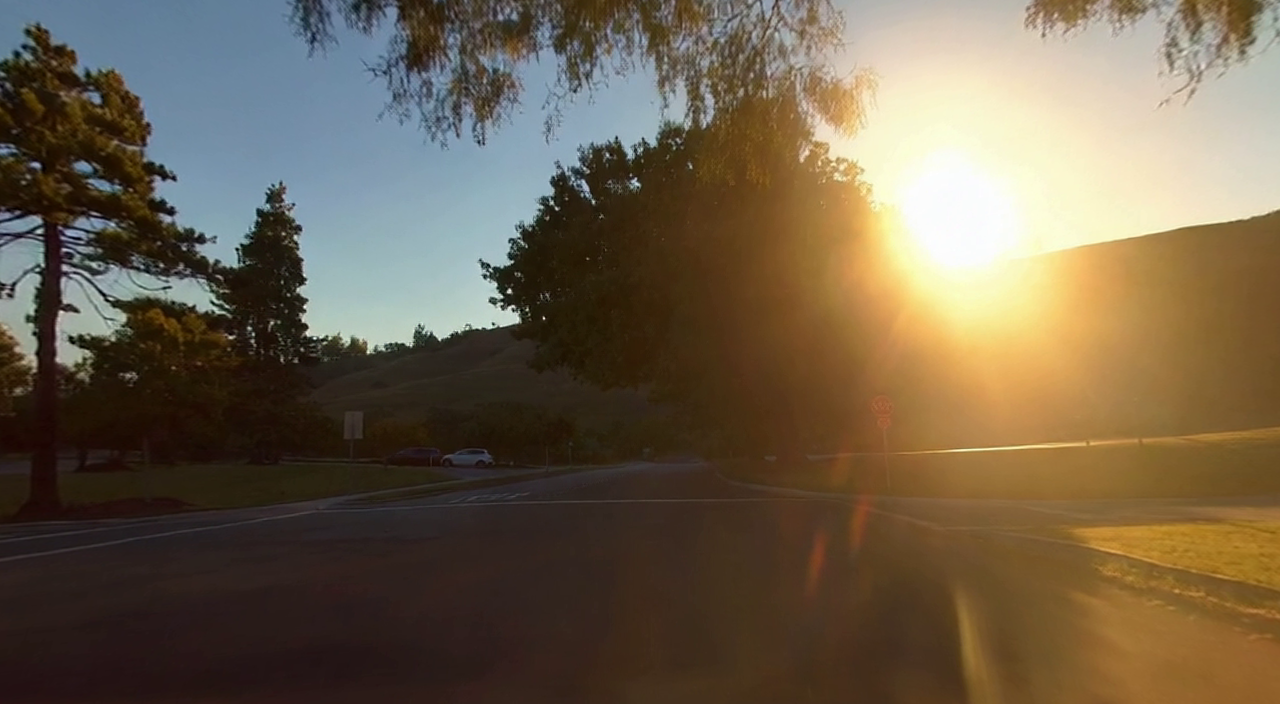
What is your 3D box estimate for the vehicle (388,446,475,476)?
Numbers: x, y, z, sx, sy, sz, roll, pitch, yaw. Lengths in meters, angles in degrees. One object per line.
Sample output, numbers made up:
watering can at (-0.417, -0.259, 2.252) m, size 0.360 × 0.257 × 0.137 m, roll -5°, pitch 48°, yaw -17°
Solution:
vehicle at (-12.709, 6.624, 38.537) m, size 4.590 × 1.735 × 1.973 m, roll -1°, pitch -9°, yaw 3°
